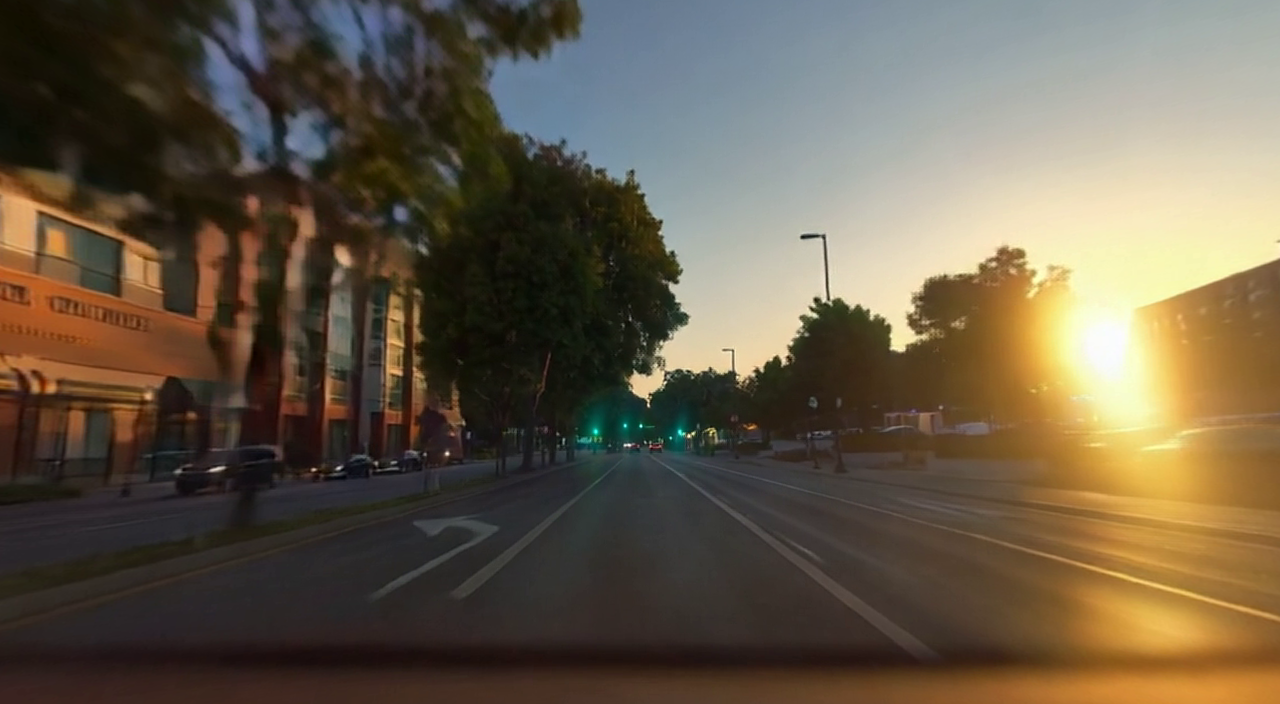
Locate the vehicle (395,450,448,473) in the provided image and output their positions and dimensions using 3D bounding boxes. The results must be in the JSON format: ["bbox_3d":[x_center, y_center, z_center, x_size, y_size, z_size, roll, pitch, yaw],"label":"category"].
[{"bbox_3d":[-15.264,7.647,44.451,1.929,1.471,4.919,0,-8,1],"label":"vehicle"}]

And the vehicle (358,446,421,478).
[{"bbox_3d":[-15.272,6.699,38.773,1.989,1.747,5.019,-1,-8,-2],"label":"vehicle"}]

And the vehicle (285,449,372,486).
[{"bbox_3d":[-15.349,5.691,31.434,1.892,1.624,4.645,0,-8,1],"label":"vehicle"}]

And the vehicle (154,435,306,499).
[{"bbox_3d":[-15.425,4.360,24.282,2.246,2.081,5.416,-1,-9,-1],"label":"vehicle"}]
